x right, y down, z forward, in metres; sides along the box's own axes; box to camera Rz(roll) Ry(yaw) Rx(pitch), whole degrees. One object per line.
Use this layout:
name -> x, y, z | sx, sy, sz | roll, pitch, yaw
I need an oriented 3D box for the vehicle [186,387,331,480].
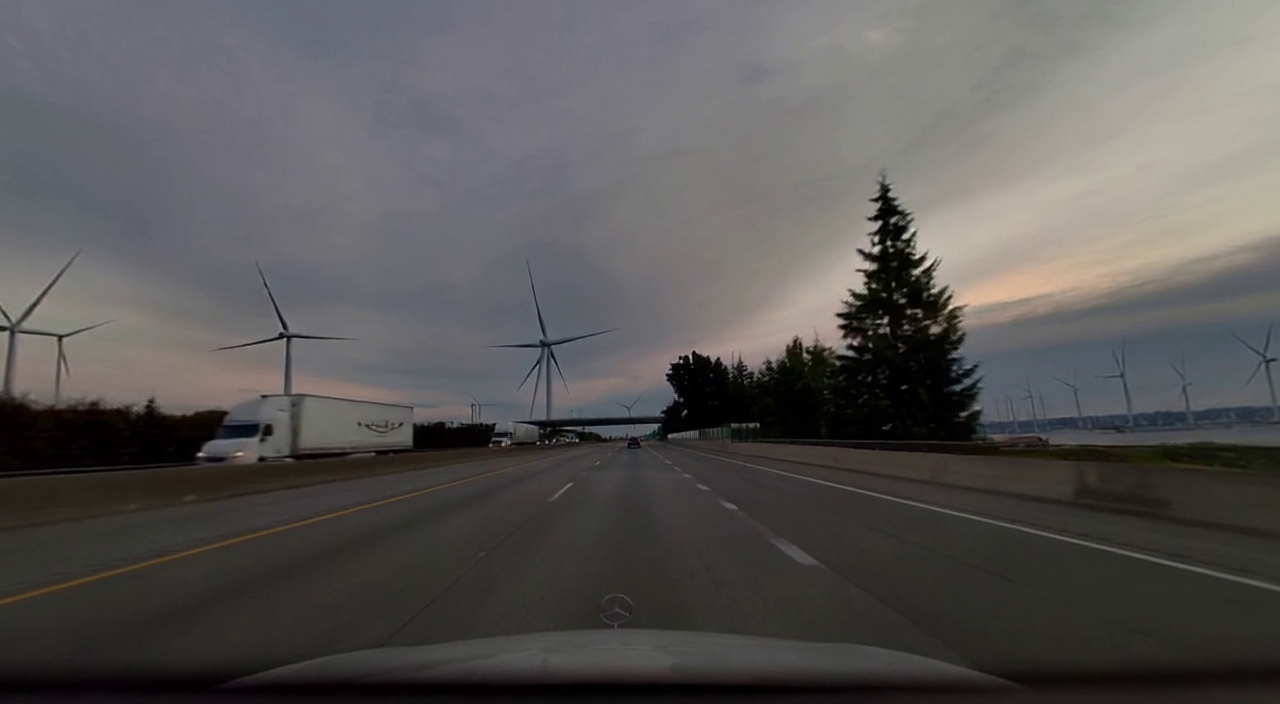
vehicle -> -17.483, 3.843, 29.444 | 2.989, 3.857, 5.976 | -1, -8, -1
